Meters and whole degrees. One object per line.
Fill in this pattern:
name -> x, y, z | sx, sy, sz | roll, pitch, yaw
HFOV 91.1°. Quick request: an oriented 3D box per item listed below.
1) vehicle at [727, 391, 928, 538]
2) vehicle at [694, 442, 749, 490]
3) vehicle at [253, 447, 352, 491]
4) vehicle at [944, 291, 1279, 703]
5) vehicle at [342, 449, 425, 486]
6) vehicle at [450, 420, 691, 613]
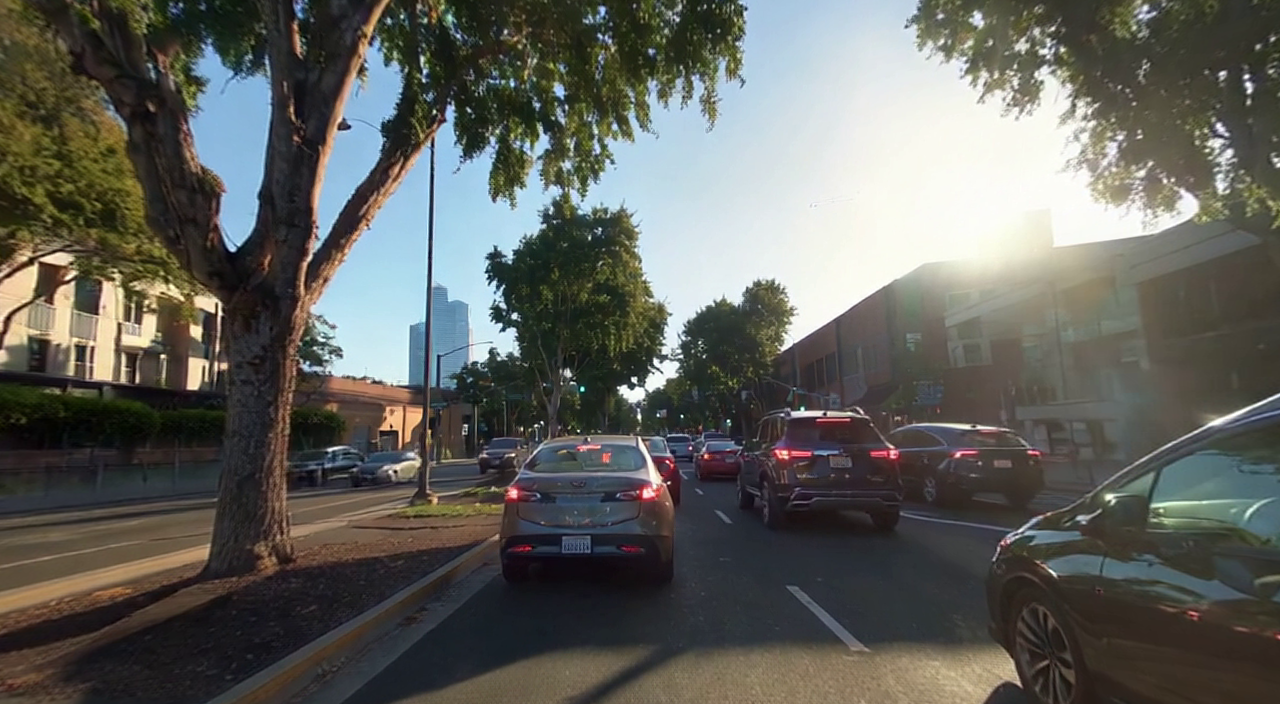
vehicle -> 3.574, 2.317, 13.569 | 2.516, 2.481, 5.766 | 0, -8, 0
vehicle -> 3.008, 4.268, 23.933 | 1.518, 1.650, 4.408 | 0, -8, 1
vehicle -> -16.126, 5.563, 30.361 | 2.077, 1.925, 4.626 | 0, -8, 2
vehicle -> 3.159, 0.795, 2.189 | 1.982, 1.960, 4.427 | 0, -8, 1
vehicle -> -12.511, 5.650, 31.047 | 2.005, 1.660, 4.676 | 0, -8, 2
vehicle -> -0.586, 1.746, 7.611 | 2.111, 1.676, 4.018 | 0, -8, 1
